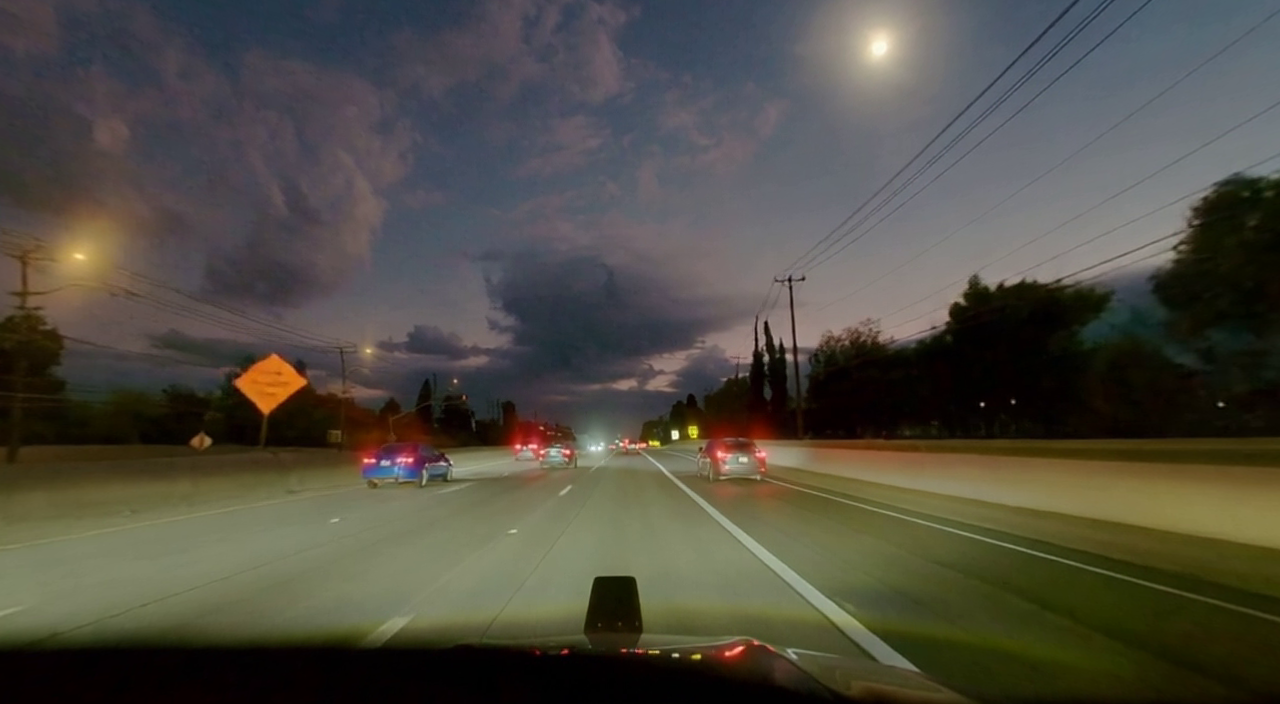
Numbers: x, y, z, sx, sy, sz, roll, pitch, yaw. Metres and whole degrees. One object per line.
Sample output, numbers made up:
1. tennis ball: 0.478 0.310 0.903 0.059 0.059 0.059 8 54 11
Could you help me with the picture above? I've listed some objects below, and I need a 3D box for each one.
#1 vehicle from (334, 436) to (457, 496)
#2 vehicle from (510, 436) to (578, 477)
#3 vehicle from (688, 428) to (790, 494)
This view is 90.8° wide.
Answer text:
1. vehicle: -6.756 3.179 18.019 1.903 1.482 4.180 0 -8 -1
2. vehicle: -3.804 4.210 25.758 2.066 1.488 4.377 0 -8 0
3. vehicle: 2.689 3.099 18.337 2.100 1.659 4.387 0 -8 -2
